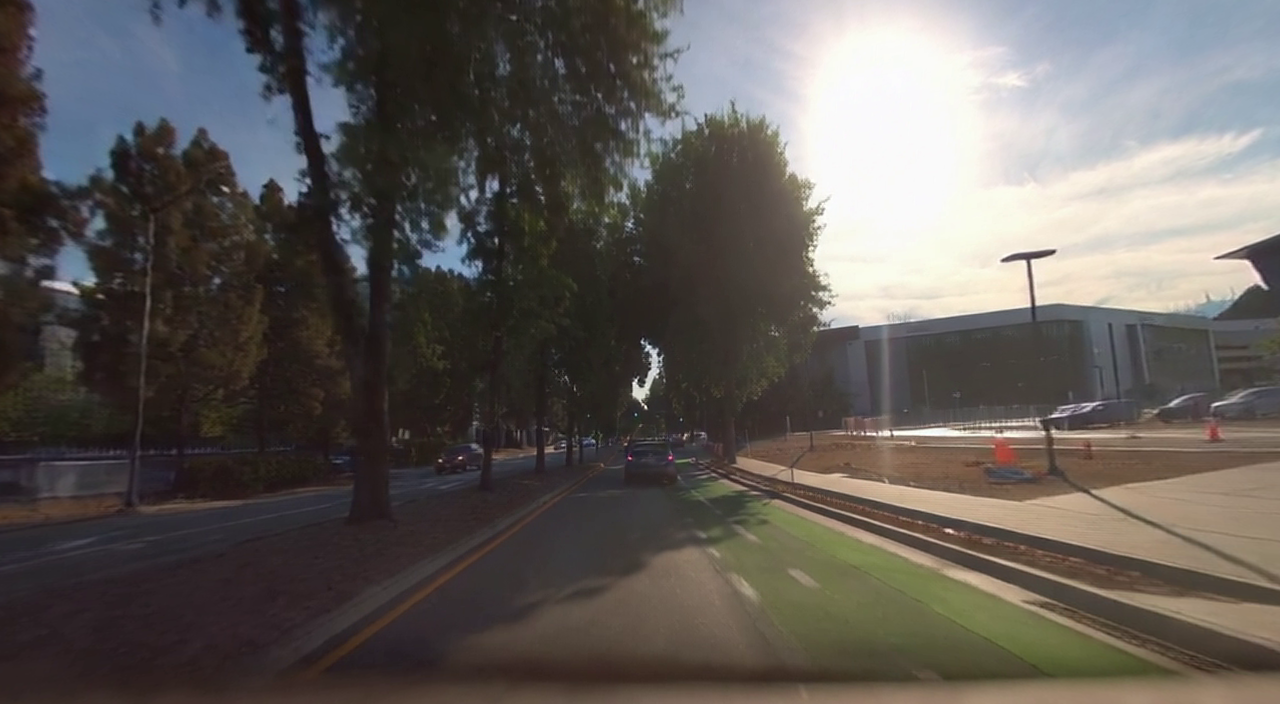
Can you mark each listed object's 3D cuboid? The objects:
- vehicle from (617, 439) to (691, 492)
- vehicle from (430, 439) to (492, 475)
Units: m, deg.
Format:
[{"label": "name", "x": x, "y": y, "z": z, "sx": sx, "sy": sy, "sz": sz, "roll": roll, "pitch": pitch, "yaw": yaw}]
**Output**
[{"label": "vehicle", "x": 0.447, "y": 3.586, "z": 20.427, "sx": 2.114, "sy": 1.493, "sz": 4.430, "roll": -1, "pitch": -8, "yaw": 1}, {"label": "vehicle", "x": -11.198, "y": 6.582, "z": 40.053, "sx": 2.349, "sy": 2.106, "sz": 5.464, "roll": -1, "pitch": -8, "yaw": 0}]
